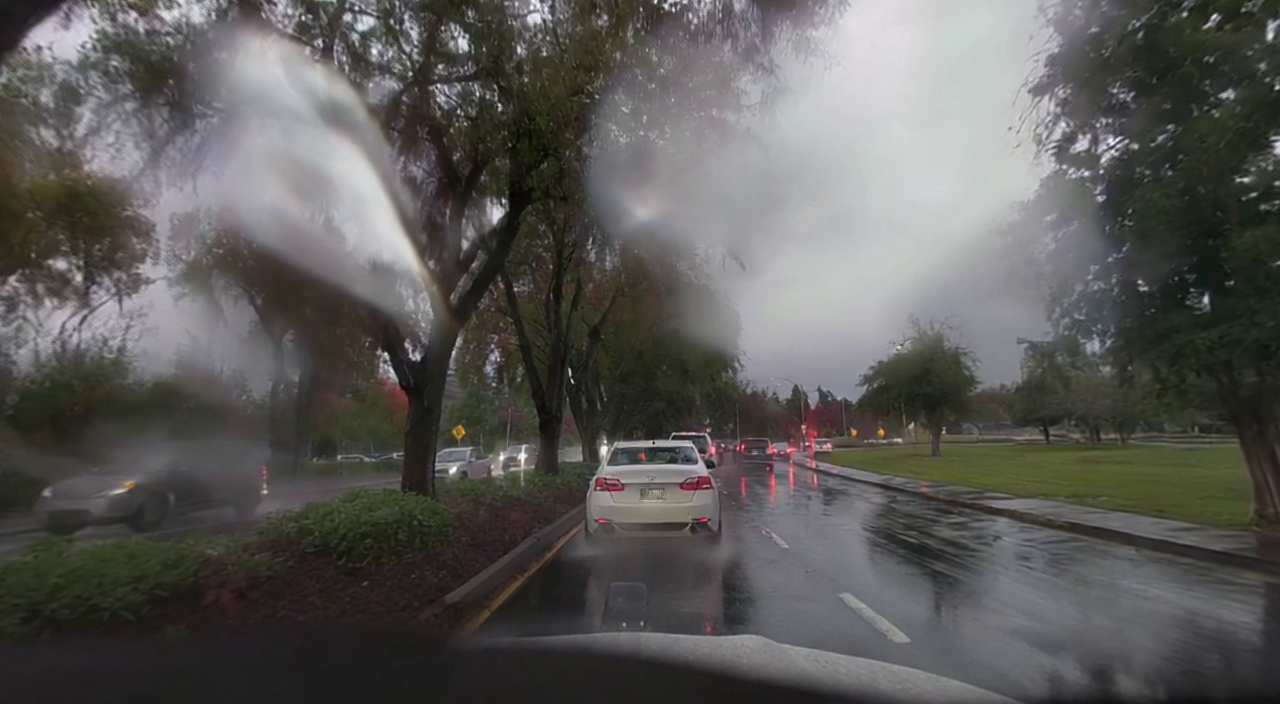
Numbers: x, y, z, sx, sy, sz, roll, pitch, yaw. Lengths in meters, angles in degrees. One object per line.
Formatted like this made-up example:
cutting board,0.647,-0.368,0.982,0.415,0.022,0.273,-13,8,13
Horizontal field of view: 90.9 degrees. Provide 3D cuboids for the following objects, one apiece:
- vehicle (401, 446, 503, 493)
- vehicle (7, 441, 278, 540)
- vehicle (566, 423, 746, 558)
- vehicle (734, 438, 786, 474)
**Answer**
vehicle,-6.466,4.071,22.291,1.929,1.463,4.405,-1,-8,5
vehicle,-10.549,2.902,14.008,2.124,1.793,4.574,-1,-8,3
vehicle,0.213,1.953,9.611,2.154,1.585,3.997,-1,-8,1
vehicle,5.409,4.728,28.928,1.984,1.507,4.359,-1,-8,6
